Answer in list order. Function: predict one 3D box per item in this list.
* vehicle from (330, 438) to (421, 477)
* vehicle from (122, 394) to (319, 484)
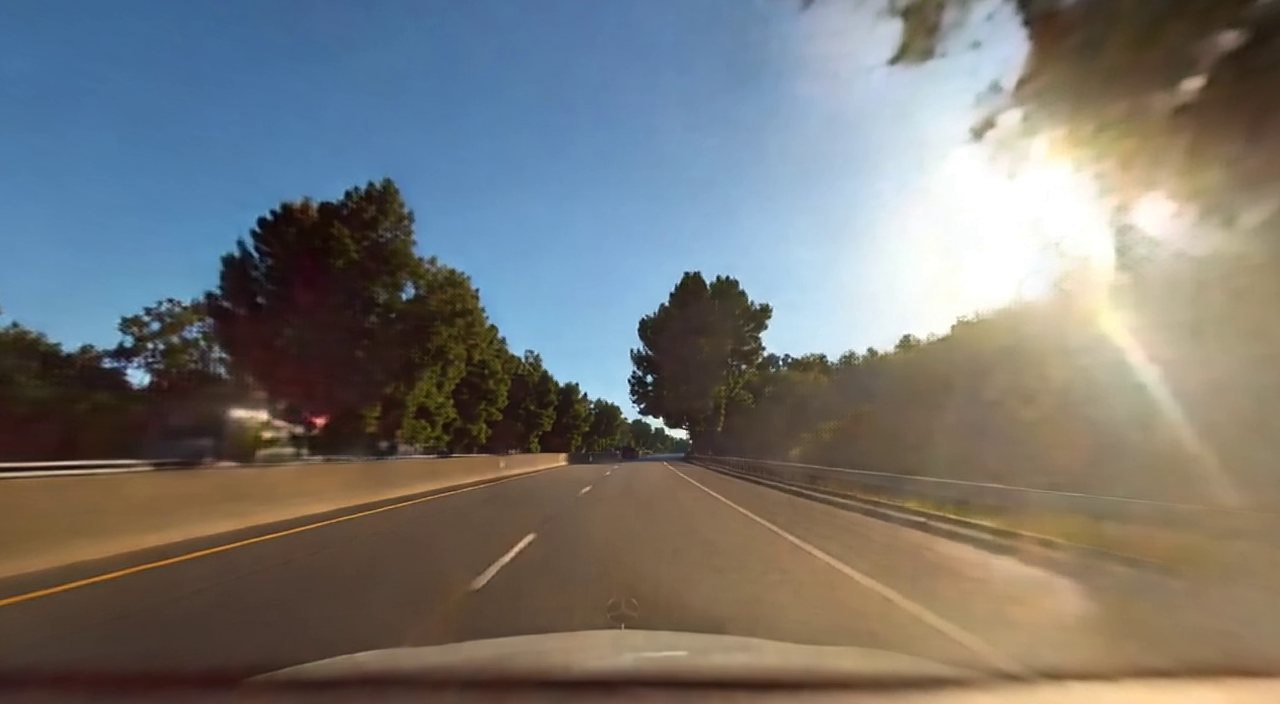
[{"bbox_3d":[-12.260,4.907,29.555,2.189,1.684,4.523,0,-9,1],"label":"vehicle"},{"bbox_3d":[-16.575,3.611,25.832,2.836,3.157,7.473,0,-9,0],"label":"vehicle"}]
